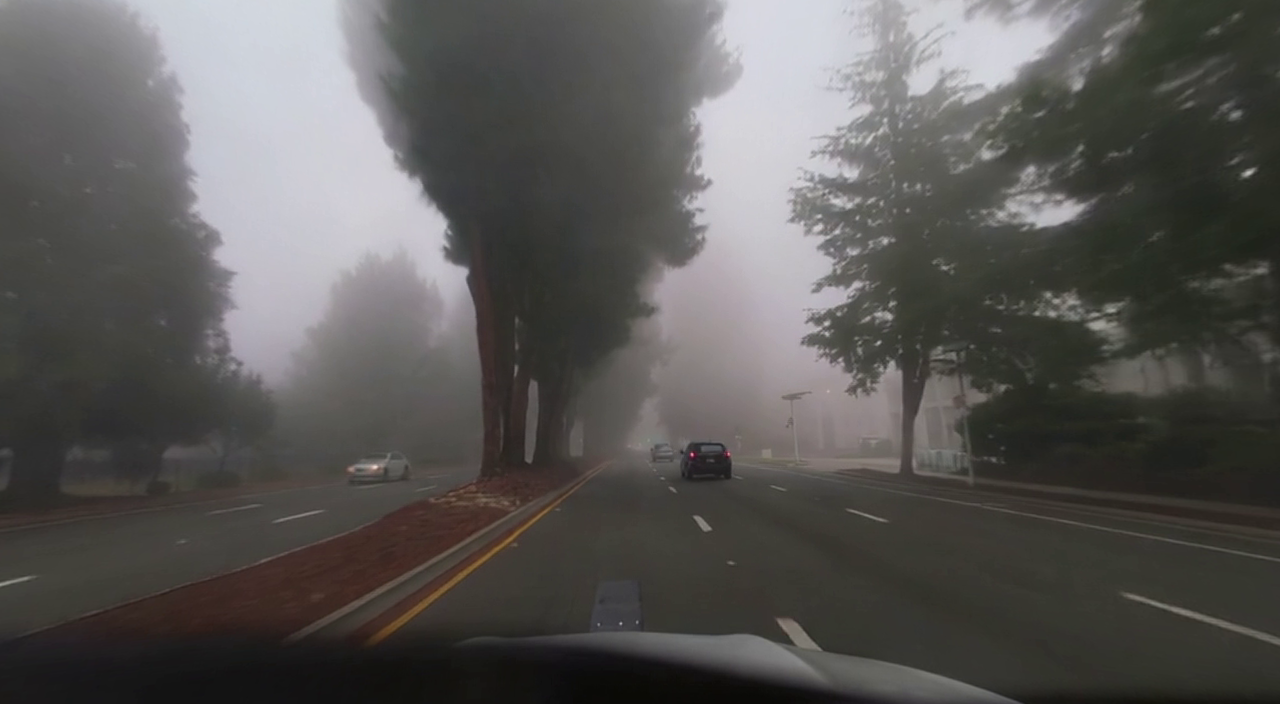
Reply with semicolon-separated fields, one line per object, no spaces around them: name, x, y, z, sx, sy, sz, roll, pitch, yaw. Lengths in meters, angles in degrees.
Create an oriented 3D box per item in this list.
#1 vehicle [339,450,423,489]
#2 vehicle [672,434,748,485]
vehicle;-12.228;5.536;30.211;1.888;1.615;5.012;0;-8;0
vehicle;2.566;4.088;24.301;2.240;1.740;4.605;0;-8;-2
